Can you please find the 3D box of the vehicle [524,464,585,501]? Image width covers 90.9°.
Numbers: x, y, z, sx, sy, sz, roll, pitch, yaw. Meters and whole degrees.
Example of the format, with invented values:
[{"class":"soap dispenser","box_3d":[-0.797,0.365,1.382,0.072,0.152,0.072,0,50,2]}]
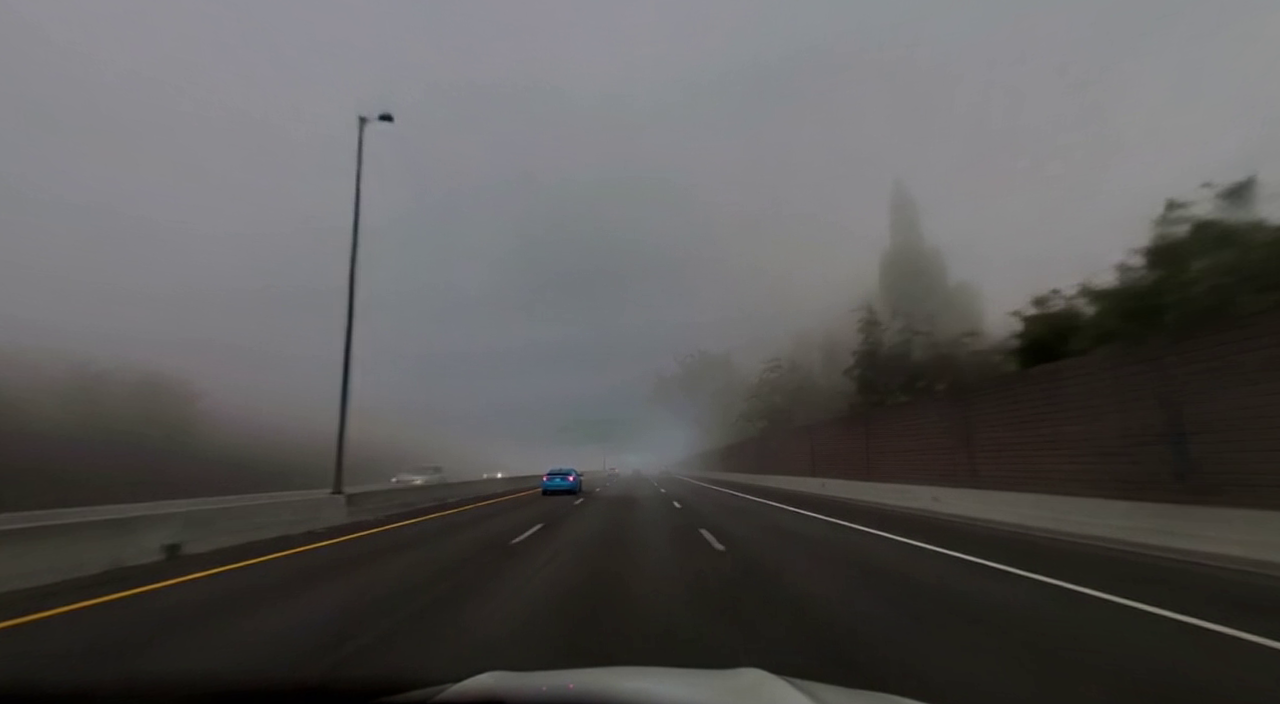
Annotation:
[{"class":"vehicle","box_3d":[-3.735,5.808,28.339,2.045,1.487,4.582,1,-10,1]}]
